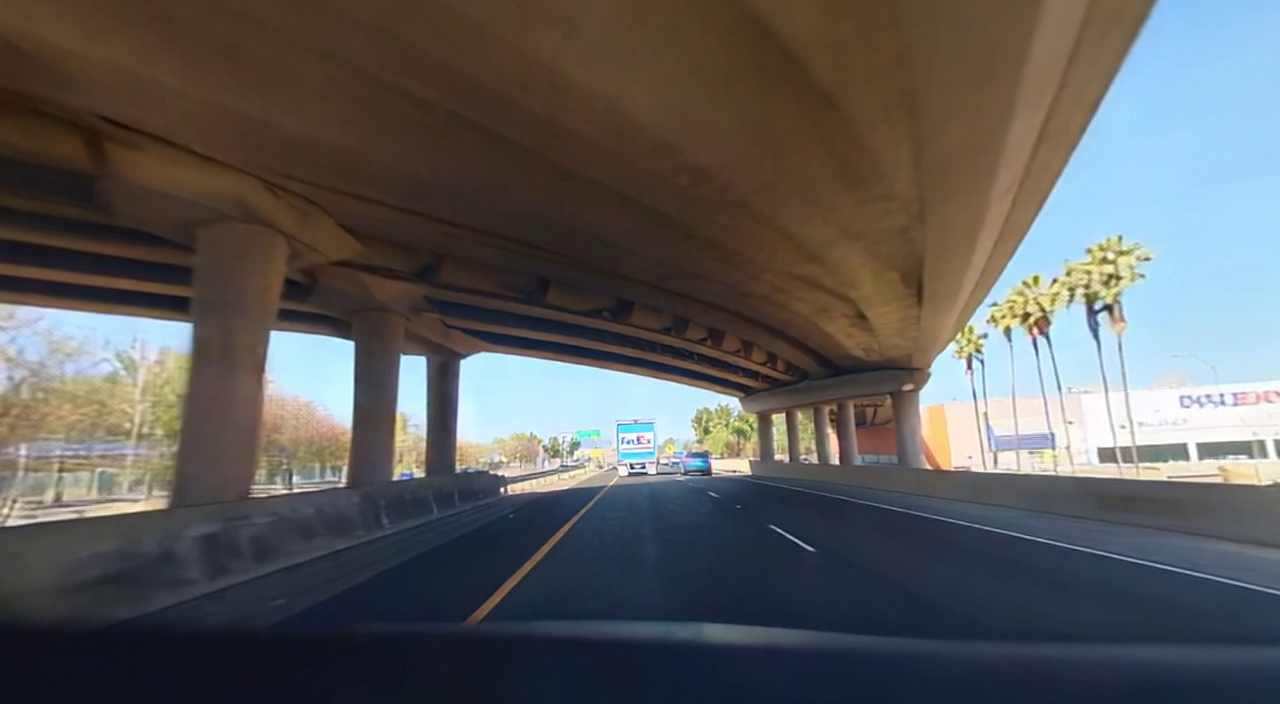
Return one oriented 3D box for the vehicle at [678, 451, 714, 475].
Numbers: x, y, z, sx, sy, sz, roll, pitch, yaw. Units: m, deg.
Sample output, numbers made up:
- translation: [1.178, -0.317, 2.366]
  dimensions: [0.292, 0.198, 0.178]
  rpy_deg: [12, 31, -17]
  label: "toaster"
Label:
- translation: [3.802, 7.659, 43.601]
  dimensions: [1.966, 1.558, 4.238]
  rpy_deg: [0, -9, -2]
  label: "vehicle"
